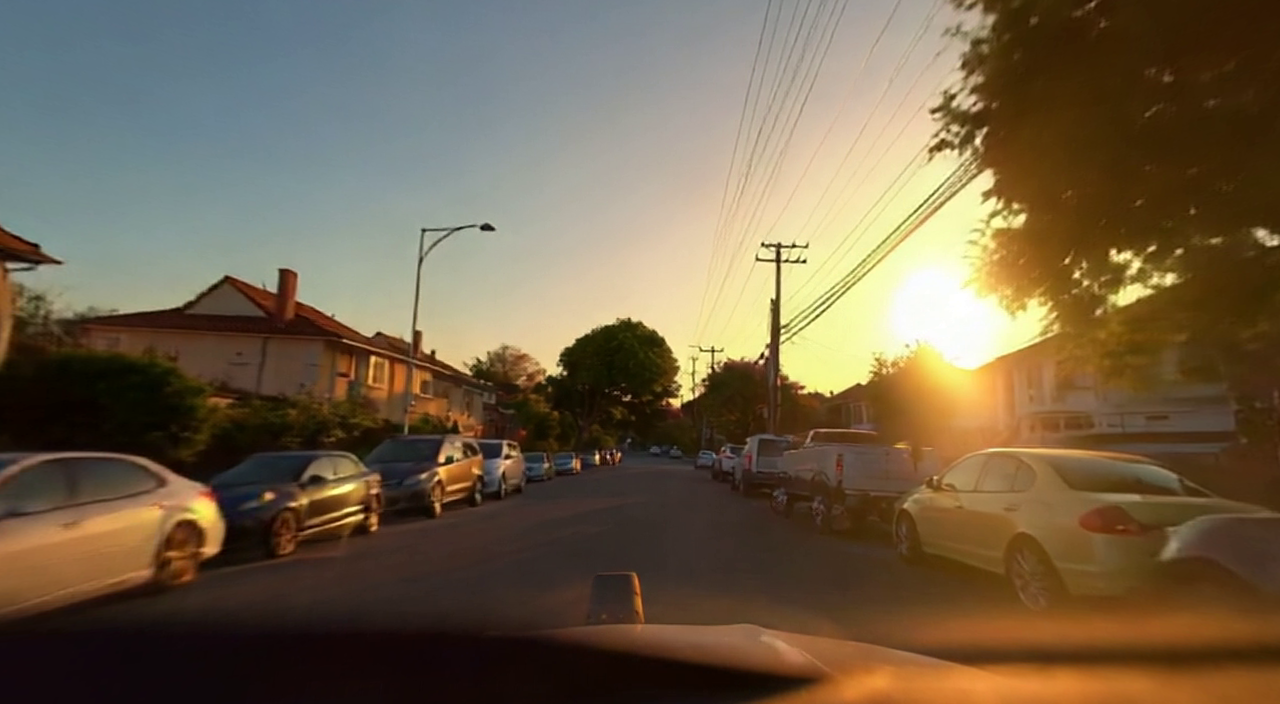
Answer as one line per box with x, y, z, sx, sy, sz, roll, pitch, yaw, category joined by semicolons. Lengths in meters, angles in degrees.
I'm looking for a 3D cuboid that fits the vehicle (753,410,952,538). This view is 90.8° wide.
3.968;2.398;13.079;2.237;2.071;5.332;0;-8;0;vehicle

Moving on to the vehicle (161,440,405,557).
-5.351;2.190;10.129;1.745;1.502;3.648;0;-8;0;vehicle

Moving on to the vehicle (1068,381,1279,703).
4.312;0.932;2.213;2.055;1.763;5.134;5;-10;0;vehicle

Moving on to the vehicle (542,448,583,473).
-4.677;6.593;38.579;1.958;1.359;4.357;0;-8;0;vehicle

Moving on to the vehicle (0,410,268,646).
-5.539;1.397;5.412;1.909;1.675;4.442;0;-8;1;vehicle

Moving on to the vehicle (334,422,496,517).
-5.139;2.743;15.306;2.034;1.923;4.713;-1;-8;2;vehicle
